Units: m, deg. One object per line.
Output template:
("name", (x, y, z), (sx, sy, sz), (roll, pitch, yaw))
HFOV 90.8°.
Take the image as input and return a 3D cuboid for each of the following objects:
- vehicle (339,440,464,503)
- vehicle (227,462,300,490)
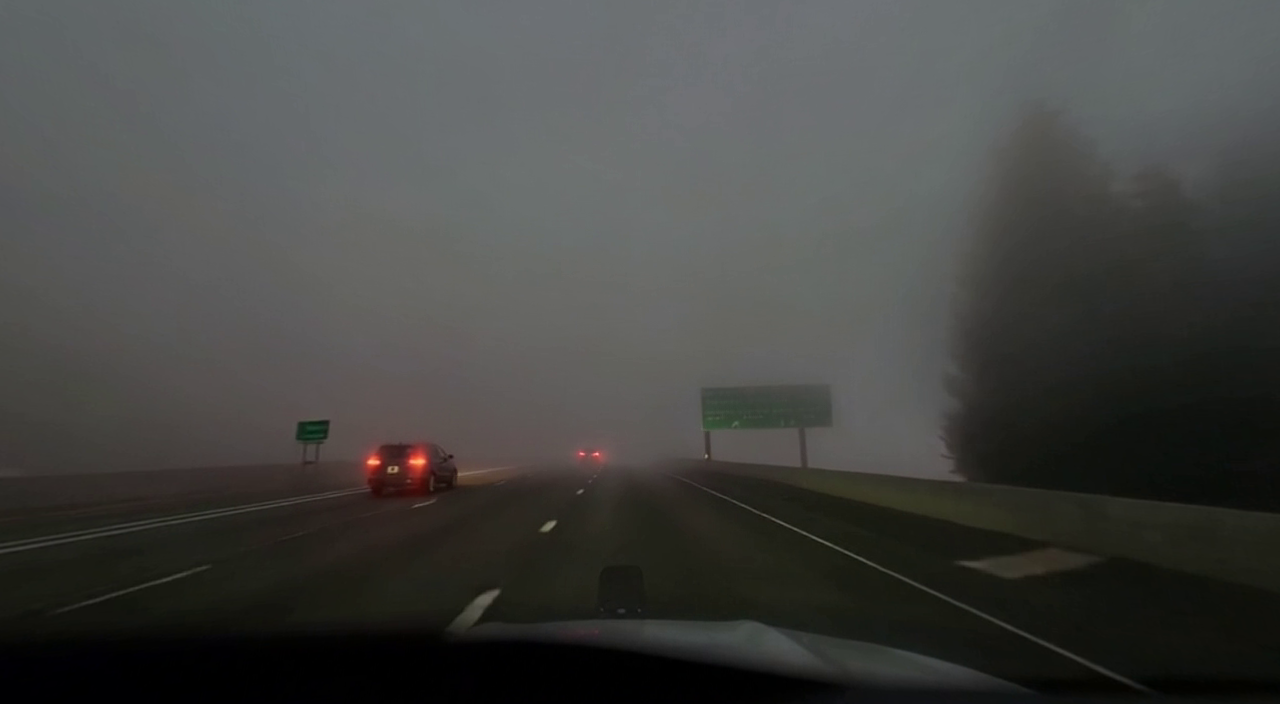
("vehicle", (-6.856, 3.467, 18.689), (2.098, 1.606, 4.227), (0, -9, -1))
("vehicle", (-22.730, 7.486, 38.325), (1.770, 1.467, 4.590), (0, -9, -2))
